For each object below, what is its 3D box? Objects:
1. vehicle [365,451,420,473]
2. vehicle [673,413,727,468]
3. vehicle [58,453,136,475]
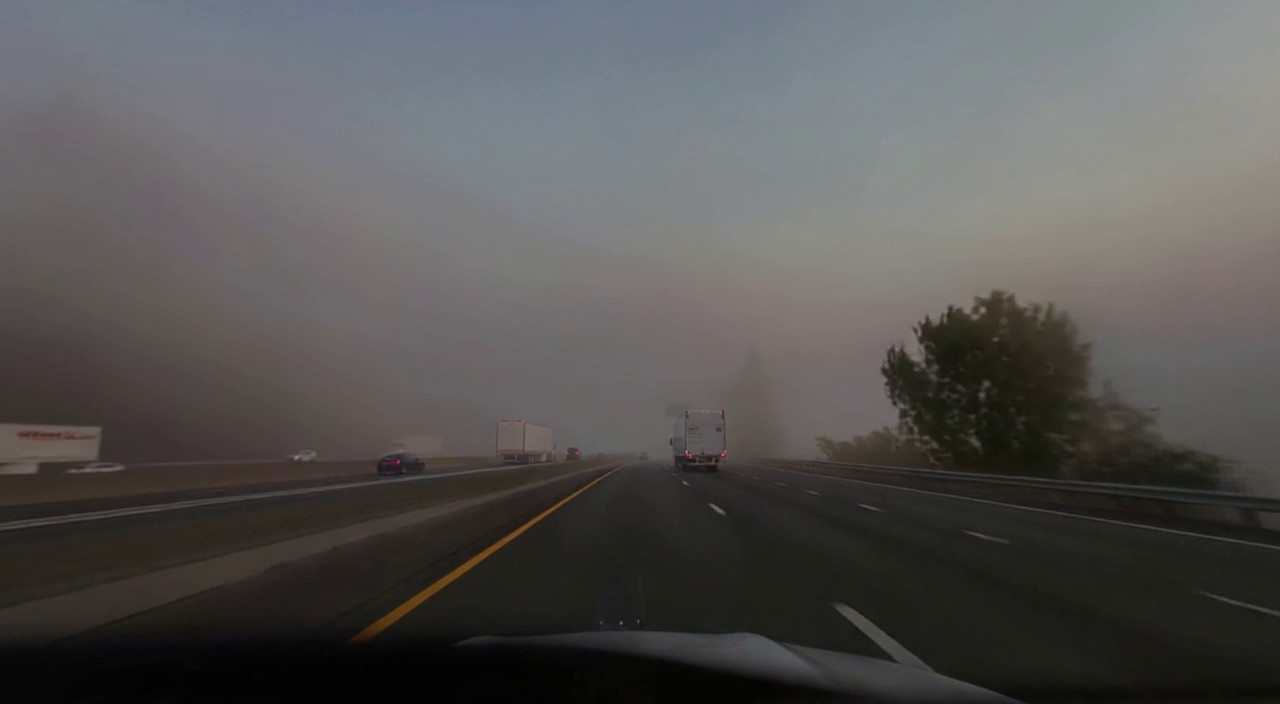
[{"bbox_3d":[-16.790,7.449,42.953,1.833,1.438,4.011,-1,-9,5],"label":"vehicle"},{"bbox_3d":[4.362,6.951,48.981,2.928,3.595,13.975,0,-9,1],"label":"vehicle"},{"bbox_3d":[-40.051,8.261,46.662,1.714,1.471,4.288,-1,-9,3],"label":"vehicle"}]
